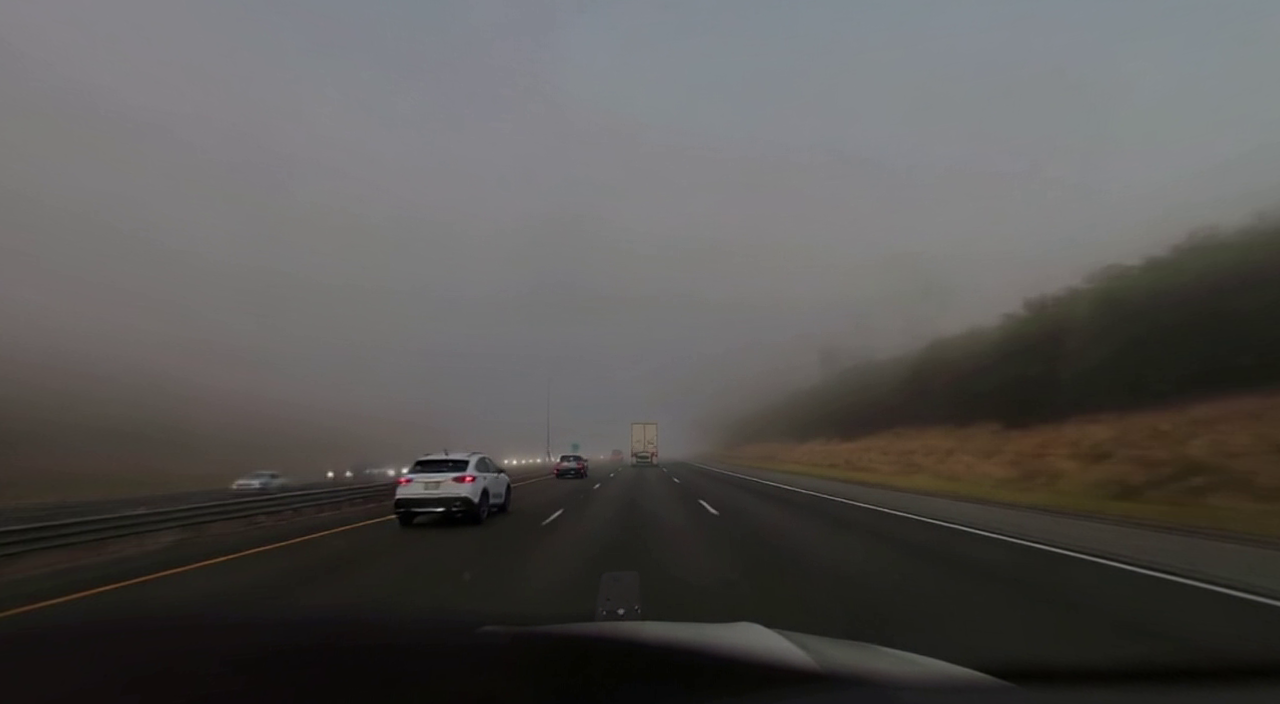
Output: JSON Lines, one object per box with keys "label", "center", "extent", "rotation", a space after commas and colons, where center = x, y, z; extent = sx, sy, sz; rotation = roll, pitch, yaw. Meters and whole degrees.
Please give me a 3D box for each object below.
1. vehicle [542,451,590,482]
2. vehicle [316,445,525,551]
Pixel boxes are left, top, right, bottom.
{"label": "vehicle", "center": [-3.922, 6.153, 34.080], "extent": [2.051, 1.537, 4.111], "rotation": [0, -9, 0]}
{"label": "vehicle", "center": [-3.594, 2.471, 11.490], "extent": [2.053, 1.489, 4.740], "rotation": [0, -9, 1]}
